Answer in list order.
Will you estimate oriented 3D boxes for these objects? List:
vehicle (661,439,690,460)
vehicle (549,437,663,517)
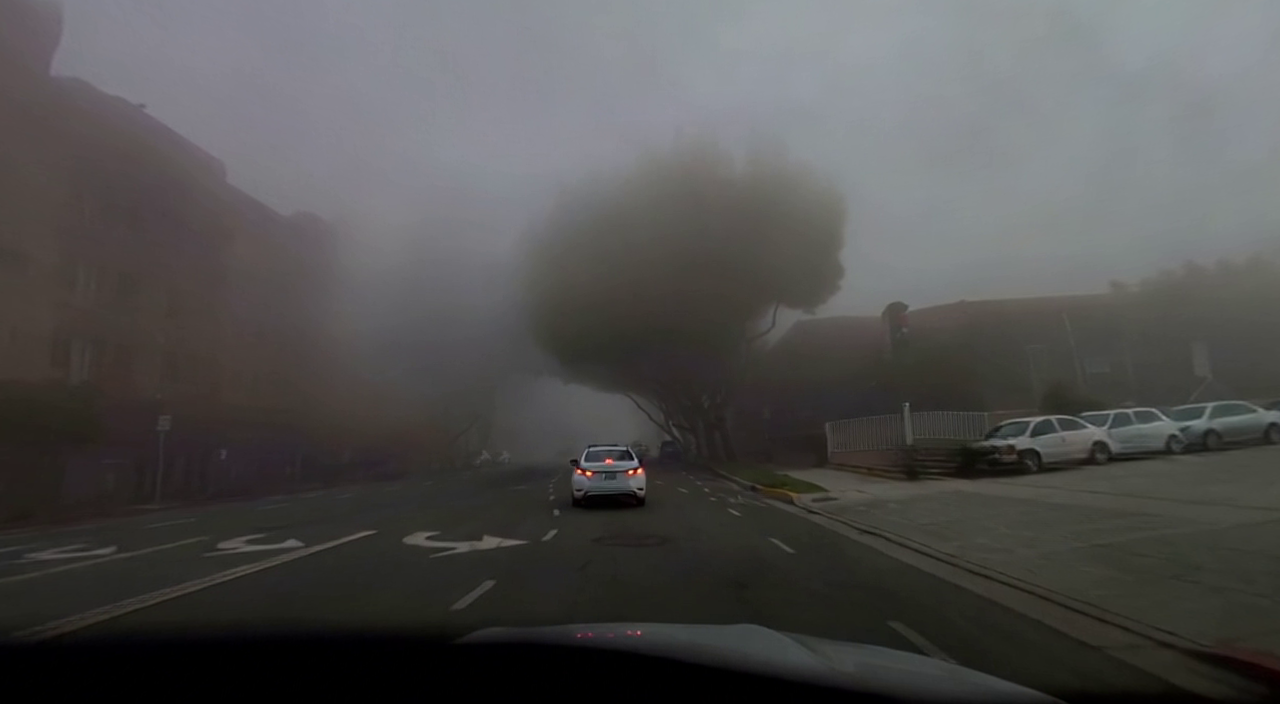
[{"bbox_3d":[2.594,7.266,46.999,1.972,1.484,3.974,0,-9,0],"label":"vehicle"},{"bbox_3d":[-0.752,2.669,14.054,2.116,1.479,4.358,0,-9,-3],"label":"vehicle"}]
